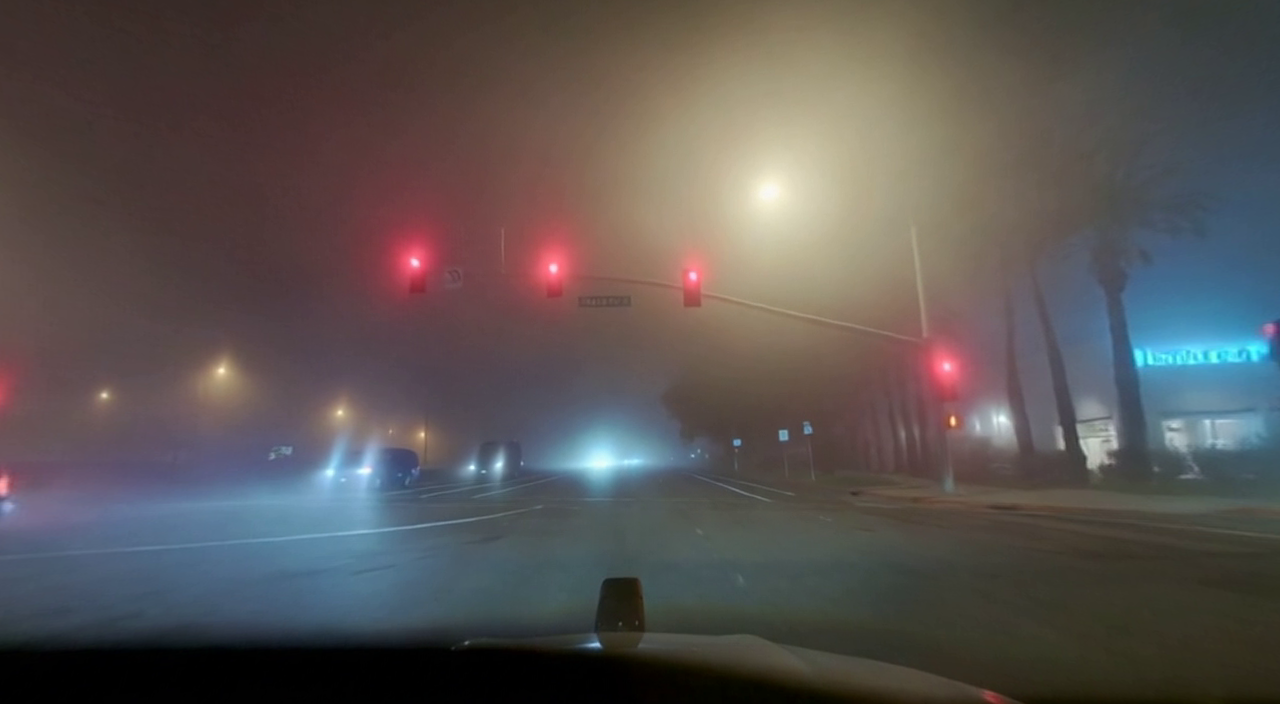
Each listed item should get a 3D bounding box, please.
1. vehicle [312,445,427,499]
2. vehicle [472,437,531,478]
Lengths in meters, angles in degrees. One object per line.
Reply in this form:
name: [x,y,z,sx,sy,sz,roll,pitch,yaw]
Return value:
vehicle: [-9.354,4.144,22.346,2.074,1.681,4.417,0,-9,1]
vehicle: [-9.713,7.465,45.090,2.509,2.712,7.034,0,-9,1]
